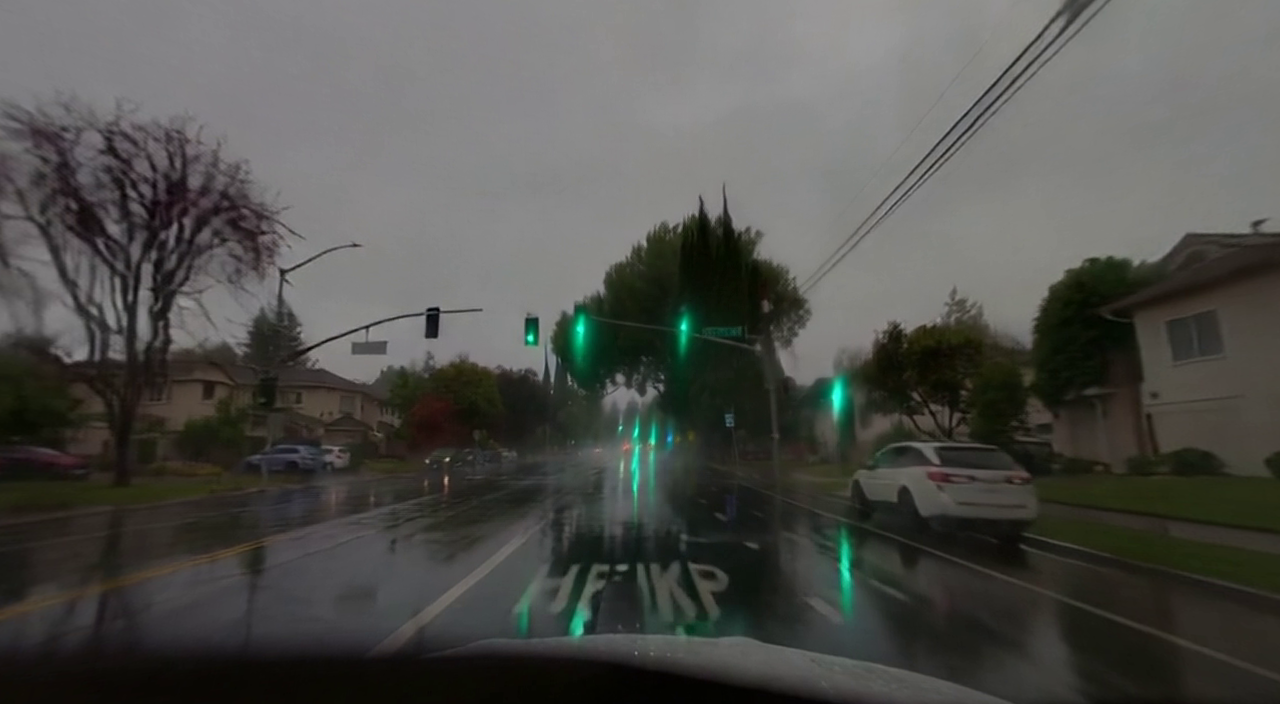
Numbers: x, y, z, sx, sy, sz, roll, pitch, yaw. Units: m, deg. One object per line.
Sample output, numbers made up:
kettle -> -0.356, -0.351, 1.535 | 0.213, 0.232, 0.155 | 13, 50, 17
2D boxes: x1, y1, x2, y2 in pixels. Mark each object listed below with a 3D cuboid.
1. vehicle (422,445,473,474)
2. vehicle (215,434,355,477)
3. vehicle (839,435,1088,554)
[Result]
vehicle -> -12.121, 6.806, 39.857 | 1.932, 1.673, 4.314 | -1, -10, -1
vehicle -> -17.846, 5.255, 31.867 | 5.656, 1.999, 2.307 | -1, -10, 2
vehicle -> 5.223, 2.330, 11.011 | 1.979, 1.637, 4.321 | 0, -9, -1
